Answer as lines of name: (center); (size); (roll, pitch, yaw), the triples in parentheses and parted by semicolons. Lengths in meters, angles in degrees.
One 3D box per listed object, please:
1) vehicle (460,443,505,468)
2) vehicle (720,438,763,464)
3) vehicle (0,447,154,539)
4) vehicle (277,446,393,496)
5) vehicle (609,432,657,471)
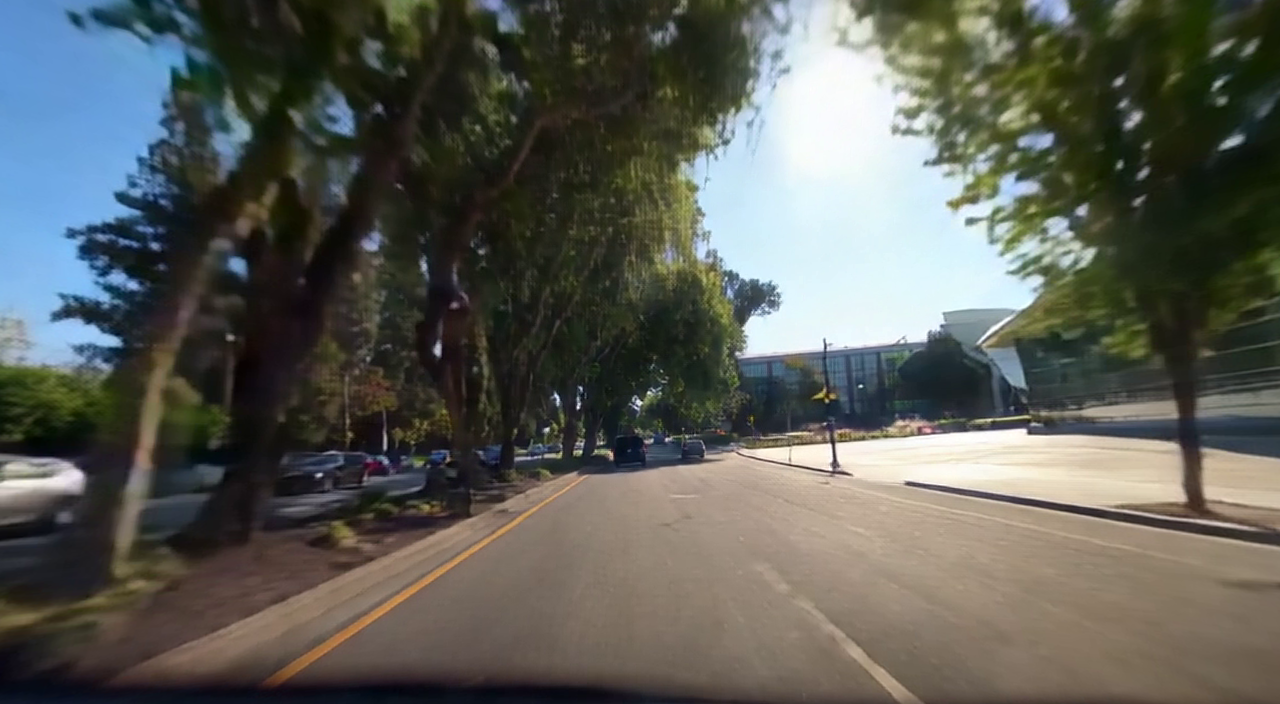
vehicle: (-11.152, 7.350, 44.995); (1.994, 1.678, 4.605); (0, -9, 0)
vehicle: (7.390, 7.275, 46.494); (2.364, 1.781, 4.854); (0, -9, 0)
vehicle: (-11.223, 2.350, 10.737); (2.013, 1.460, 4.902); (0, -9, 0)
vehicle: (-9.826, 3.820, 20.795); (1.950, 1.438, 4.343); (1, -9, -5)
vehicle: (-0.407, 5.406, 34.365); (2.411, 1.937, 5.186); (0, -9, -1)
